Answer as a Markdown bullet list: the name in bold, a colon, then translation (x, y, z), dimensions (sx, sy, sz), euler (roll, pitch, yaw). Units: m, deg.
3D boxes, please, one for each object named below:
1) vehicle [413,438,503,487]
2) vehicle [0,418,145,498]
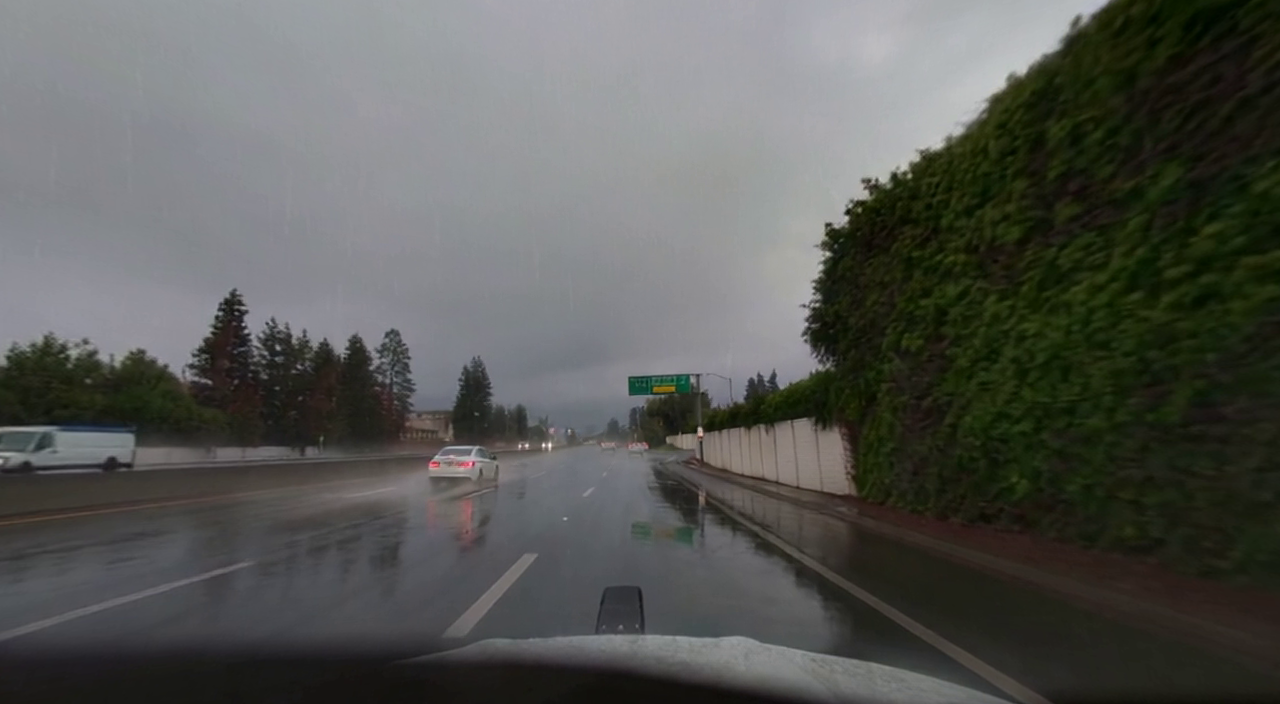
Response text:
- **vehicle**: translation (-6.962, 4.276, 24.791), dimensions (2.115, 1.711, 4.722), euler (0, -9, 0)
- **vehicle**: translation (-26.463, 4.683, 28.375), dimensions (2.778, 3.125, 7.002), euler (0, -9, -1)
